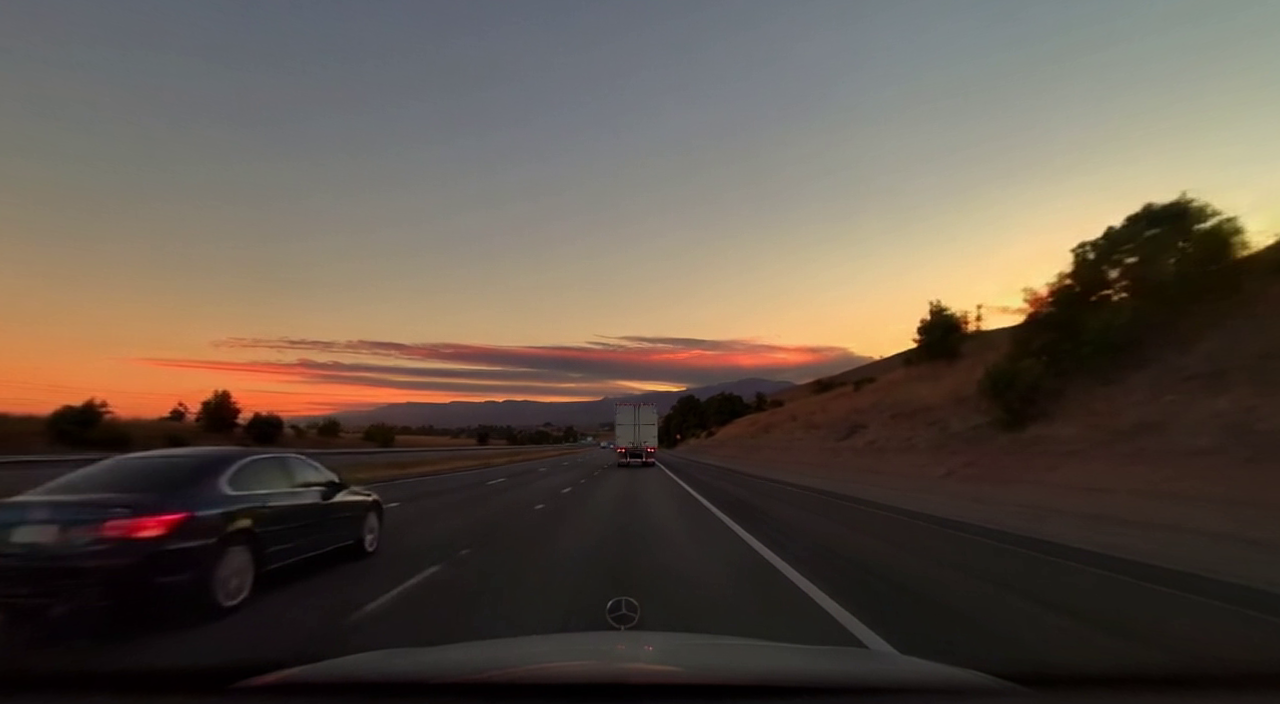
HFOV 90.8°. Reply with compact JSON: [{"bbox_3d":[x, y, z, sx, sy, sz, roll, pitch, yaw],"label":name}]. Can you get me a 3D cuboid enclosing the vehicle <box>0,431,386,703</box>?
[{"bbox_3d":[-4.242,1.500,5.493,1.892,1.471,5.047,-1,-9,1],"label":"vehicle"}]
